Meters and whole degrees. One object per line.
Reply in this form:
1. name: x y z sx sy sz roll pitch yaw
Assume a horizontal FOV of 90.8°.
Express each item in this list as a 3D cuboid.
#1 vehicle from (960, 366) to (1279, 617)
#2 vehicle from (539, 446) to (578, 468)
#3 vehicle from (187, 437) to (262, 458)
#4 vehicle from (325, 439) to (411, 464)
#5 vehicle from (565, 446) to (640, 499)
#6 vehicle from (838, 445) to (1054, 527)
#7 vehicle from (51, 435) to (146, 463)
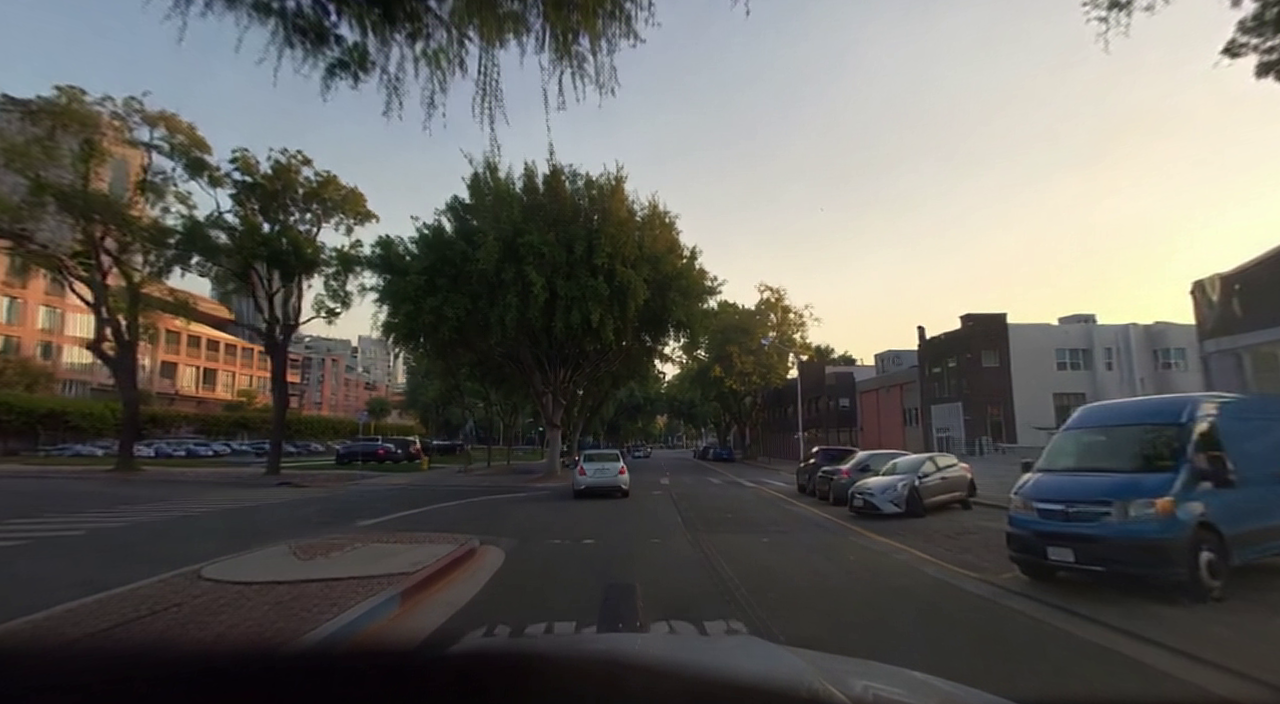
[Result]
1. vehicle: 6.733 1.502 7.610 5.385 2.146 2.143 4 -9 -25
2. vehicle: -5.885 7.659 46.137 2.049 1.490 4.501 0 -8 3
3. vehicle: -31.861 7.332 48.535 4.410 1.611 1.880 0 -9 -1
4. vehicle: -18.336 6.729 42.769 4.892 1.679 1.927 1 -9 -6
5. vehicle: -1.241 3.710 19.916 2.065 1.450 4.522 1 -9 -5
6. vehicle: 6.485 2.731 13.401 4.097 1.476 1.864 4 -9 -25
7. vehicle: -31.776 5.683 37.115 3.915 1.574 1.850 0 -9 3
